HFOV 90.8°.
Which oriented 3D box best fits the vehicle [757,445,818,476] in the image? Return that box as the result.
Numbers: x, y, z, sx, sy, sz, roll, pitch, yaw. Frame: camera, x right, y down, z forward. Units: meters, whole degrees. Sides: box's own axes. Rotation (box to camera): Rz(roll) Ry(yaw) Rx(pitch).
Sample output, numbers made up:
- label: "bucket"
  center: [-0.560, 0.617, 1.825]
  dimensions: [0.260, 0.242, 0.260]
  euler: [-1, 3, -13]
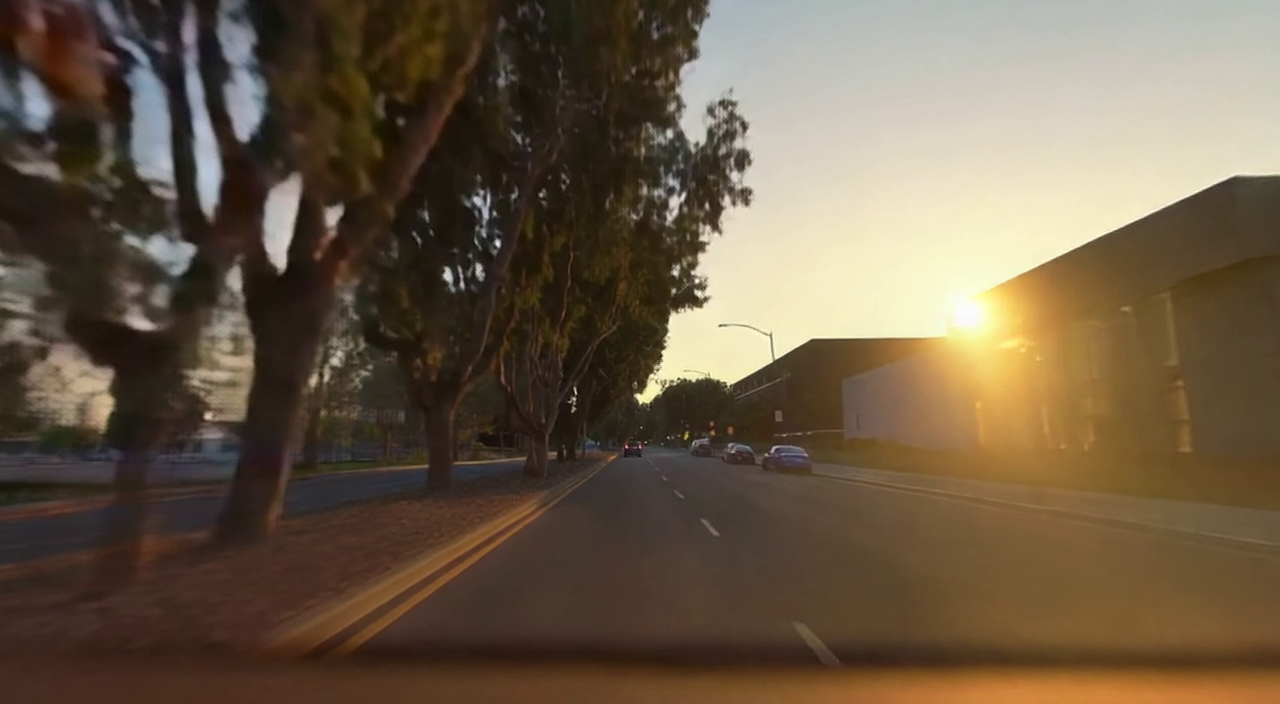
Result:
- label: "vehicle"
  center: [7.468, 5.521, 32.479]
  dimensions: [1.991, 1.446, 4.685]
  euler: [0, -8, -1]

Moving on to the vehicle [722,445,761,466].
- label: "vehicle"
  center: [7.487, 7.657, 47.042]
  dimensions: [2.024, 1.447, 4.665]
  euler: [0, -8, -1]
